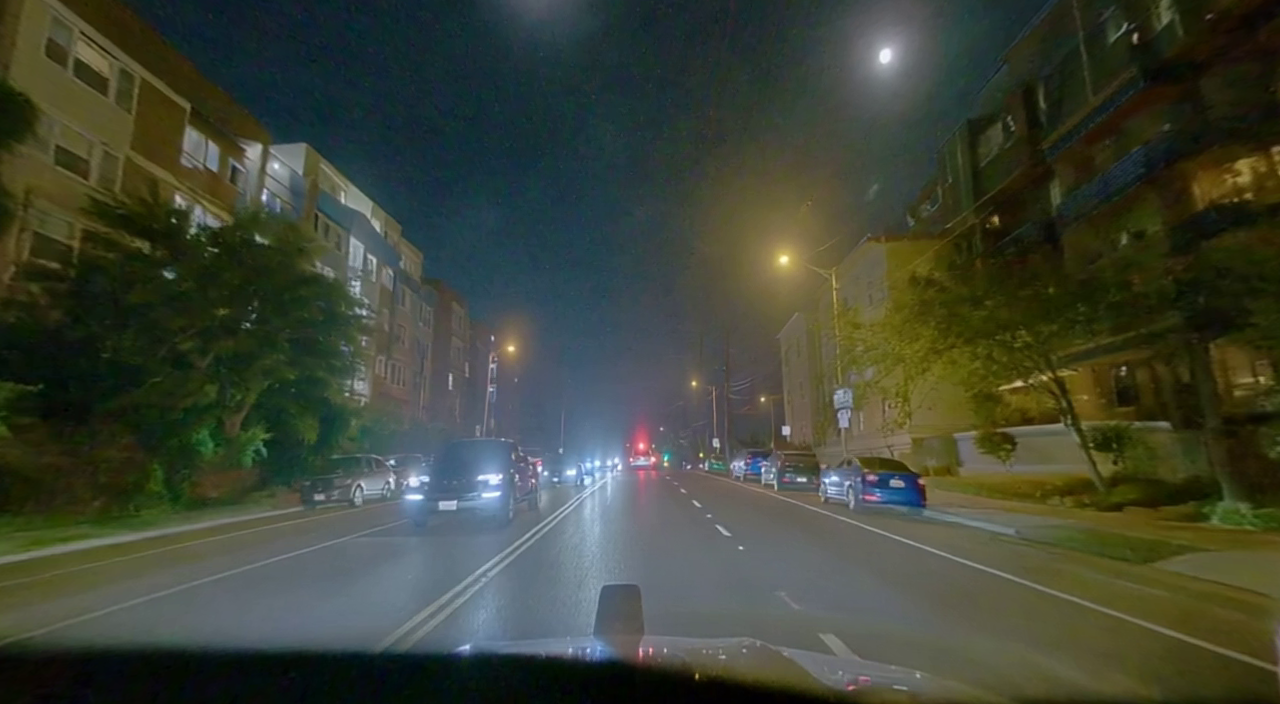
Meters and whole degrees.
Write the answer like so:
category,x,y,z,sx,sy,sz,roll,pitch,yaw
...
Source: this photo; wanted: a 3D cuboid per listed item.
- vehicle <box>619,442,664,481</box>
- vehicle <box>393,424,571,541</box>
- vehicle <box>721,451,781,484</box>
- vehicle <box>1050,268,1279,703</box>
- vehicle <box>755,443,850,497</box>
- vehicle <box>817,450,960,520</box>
category,x,y,z,sx,sy,sz,roll,pitch,yaw
vehicle,0.128,5.842,34.110,2.308,1.940,4.125,0,-8,2
vehicle,-2.655,2.331,11.962,2.167,1.761,4.584,0,-8,0
vehicle,6.293,6.630,36.691,2.350,1.706,5.901,0,-8,-1
vehicle,3.055,0.496,0.661,2.027,1.907,4.736,0,-8,0
vehicle,6.261,4.568,25.020,2.211,1.884,5.031,0,-8,-2
vehicle,6.277,3.378,16.630,1.964,1.550,4.424,0,-8,0
